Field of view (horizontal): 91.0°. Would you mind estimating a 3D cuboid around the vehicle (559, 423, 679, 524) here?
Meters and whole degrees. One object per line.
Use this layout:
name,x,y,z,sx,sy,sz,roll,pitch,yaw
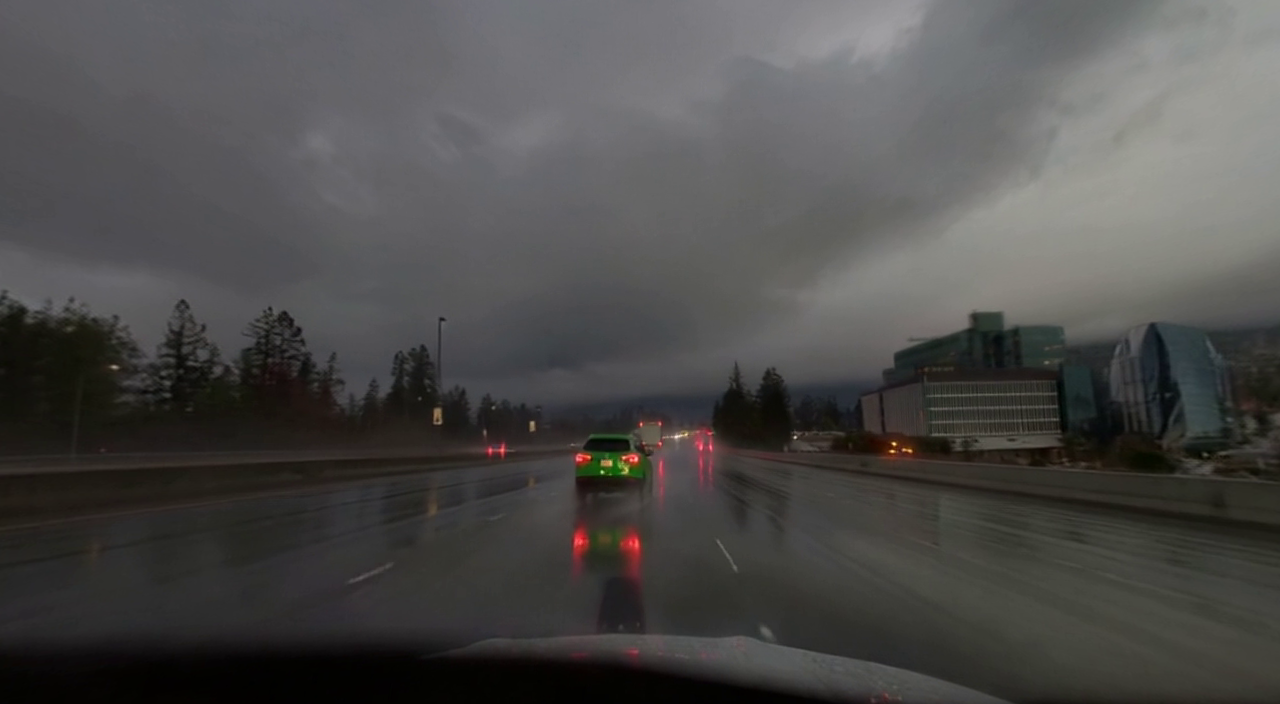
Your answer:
vehicle,-0.263,2.475,13.342,2.111,1.742,4.315,0,-9,3
